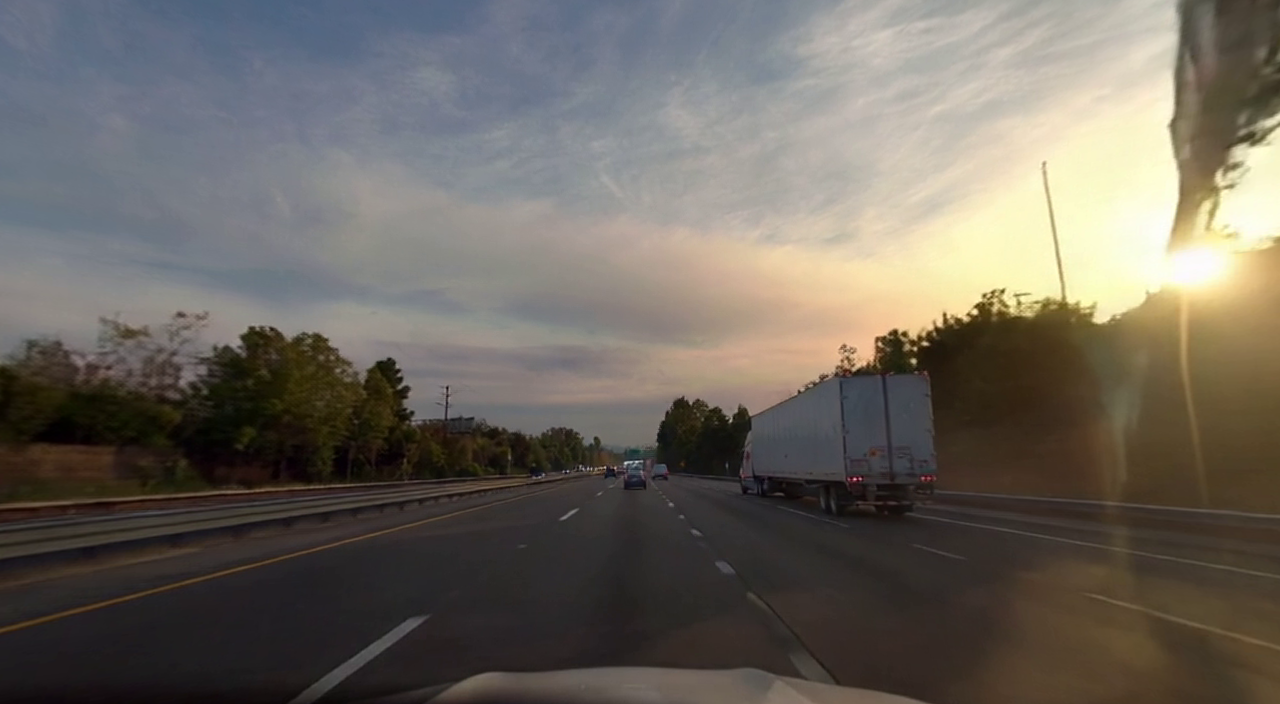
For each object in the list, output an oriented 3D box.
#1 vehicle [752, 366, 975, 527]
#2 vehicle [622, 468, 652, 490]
[{"bbox_3d":[6.877,3.634,22.957,2.926,4.073,13.836,1,-10,-1],"label":"vehicle"},{"bbox_3d":[-0.264,8.974,44.808,2.029,1.459,3.684,1,-10,-1],"label":"vehicle"}]
